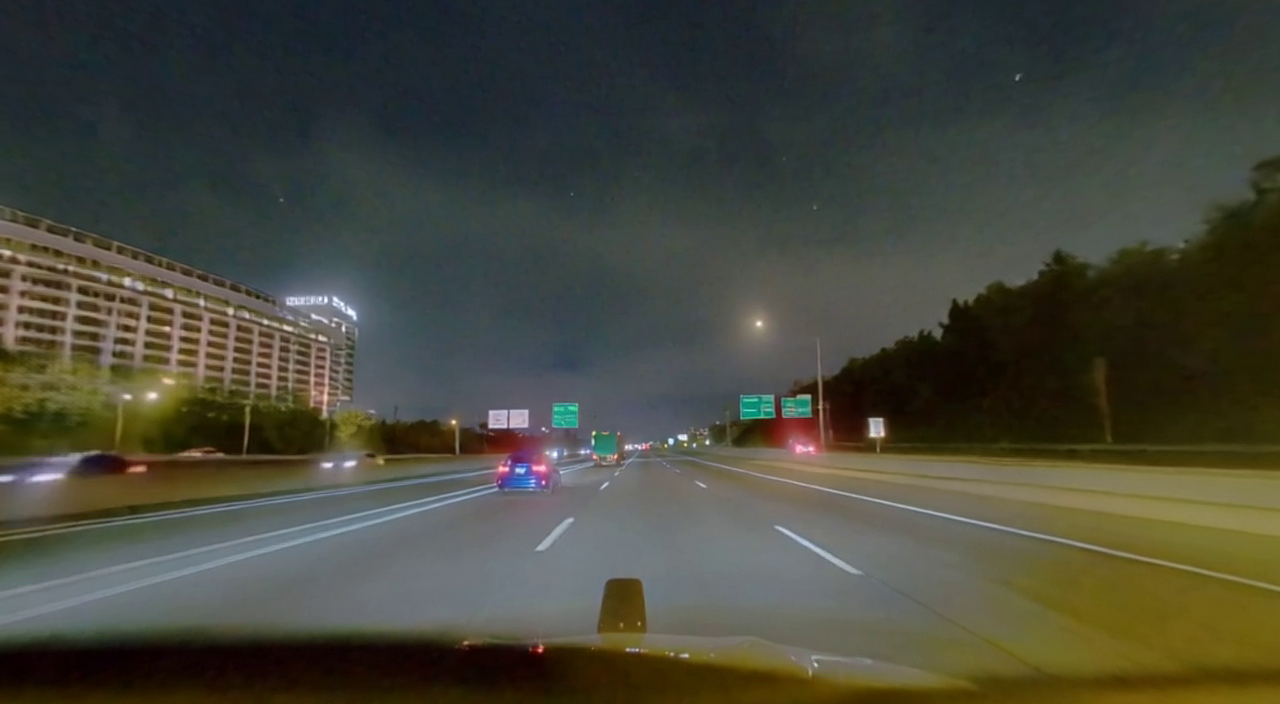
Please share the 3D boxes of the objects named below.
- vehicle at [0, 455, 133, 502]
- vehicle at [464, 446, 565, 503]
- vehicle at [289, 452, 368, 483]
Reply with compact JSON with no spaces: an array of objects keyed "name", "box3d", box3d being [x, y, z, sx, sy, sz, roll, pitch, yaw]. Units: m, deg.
[{"name":"vehicle","box3d":[-20.115,4.326,21.837,1.790,1.450,3.815,0,-9,1]},{"name":"vehicle","box3d":[-3.592,3.606,18.964,2.039,1.478,4.483,0,-9,1]},{"name":"vehicle","box3d":[-15.774,5.852,32.148,1.845,1.479,4.108,0,-9,1]}]
